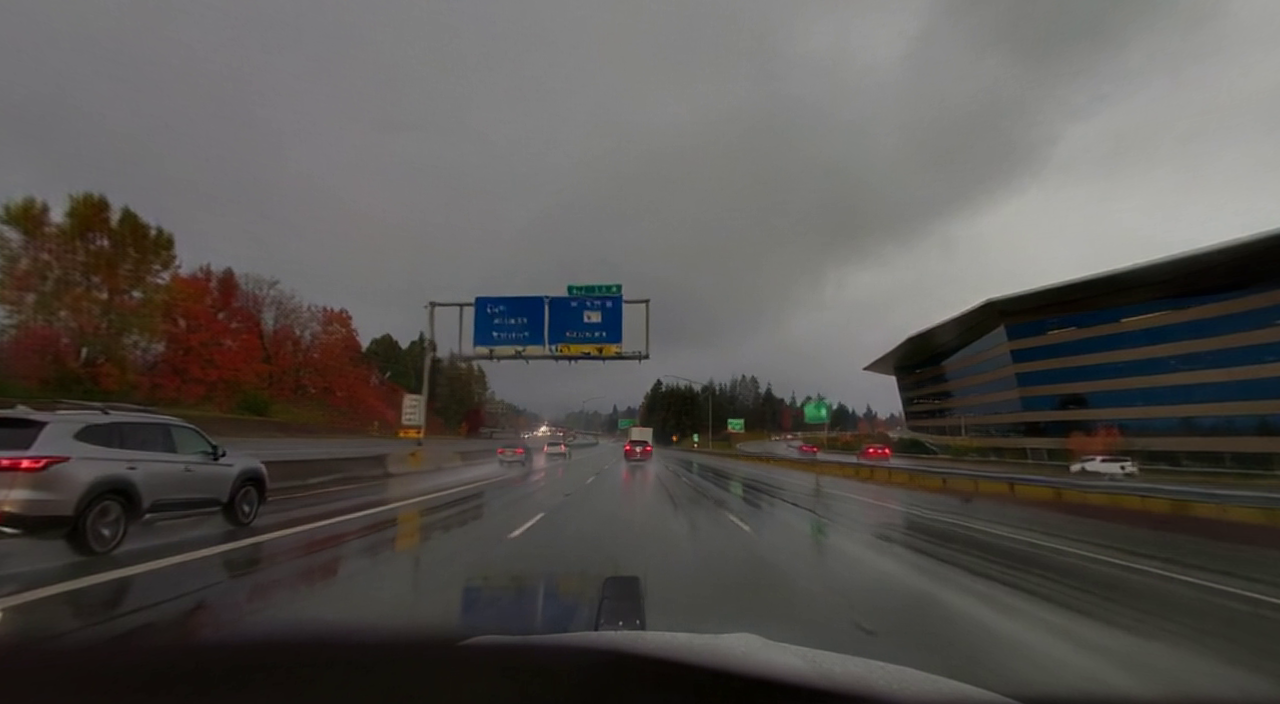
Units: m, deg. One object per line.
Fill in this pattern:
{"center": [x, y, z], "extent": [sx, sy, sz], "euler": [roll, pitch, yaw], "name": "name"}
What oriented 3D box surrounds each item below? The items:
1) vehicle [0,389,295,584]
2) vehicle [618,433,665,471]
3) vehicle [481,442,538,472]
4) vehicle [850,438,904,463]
{"center": [-7.120, 1.638, 8.436], "extent": [2.146, 1.834, 4.999], "euler": [0, -9, 0], "name": "vehicle"}
{"center": [0.058, 5.250, 33.136], "extent": [2.245, 1.863, 4.801], "euler": [0, -9, 0], "name": "vehicle"}
{"center": [-7.021, 5.689, 34.381], "extent": [2.074, 1.495, 4.643], "euler": [0, -9, 0], "name": "vehicle"}
{"center": [16.996, 7.075, 45.397], "extent": [2.019, 1.657, 4.582], "euler": [0, -9, 0], "name": "vehicle"}
